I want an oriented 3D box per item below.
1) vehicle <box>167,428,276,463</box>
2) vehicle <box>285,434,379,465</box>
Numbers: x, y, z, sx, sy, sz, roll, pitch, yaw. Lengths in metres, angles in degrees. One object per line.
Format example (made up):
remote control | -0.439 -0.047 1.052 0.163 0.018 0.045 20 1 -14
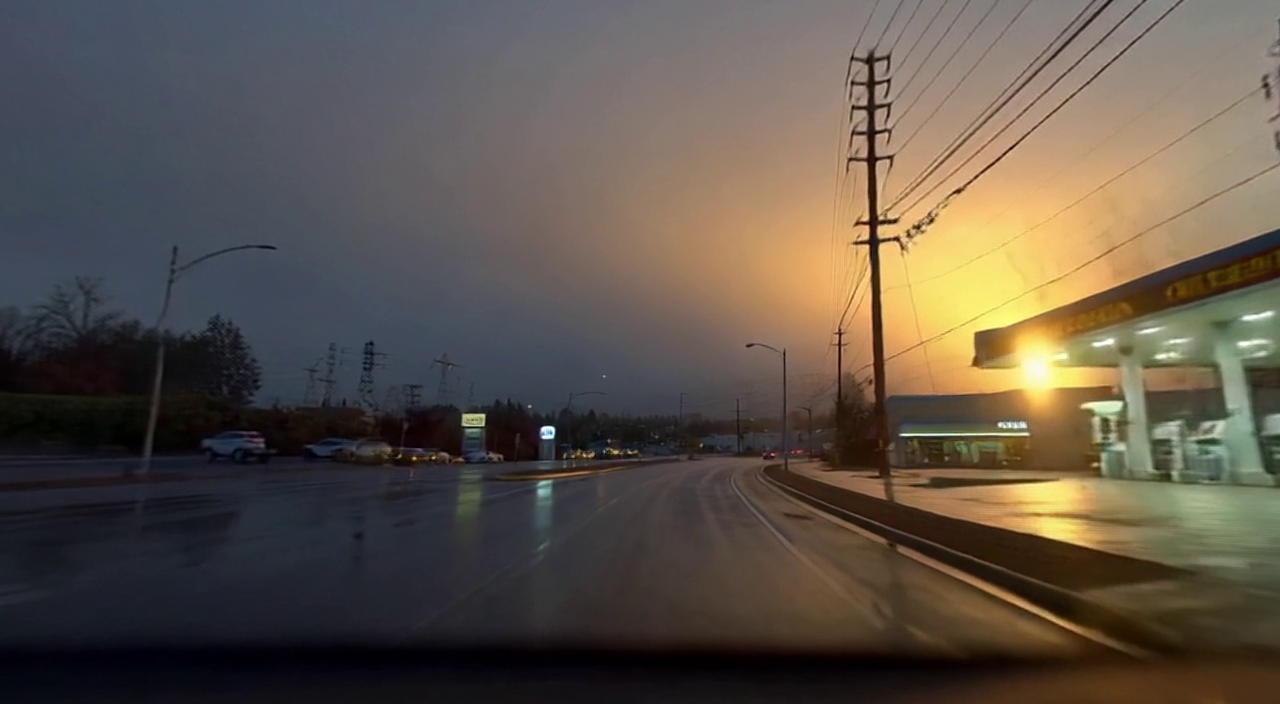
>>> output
vehicle | -23.245 5.194 34.978 5.426 1.822 2.014 -2 -9 19
vehicle | -20.890 6.622 42.726 5.785 2.002 2.241 -4 -9 19
